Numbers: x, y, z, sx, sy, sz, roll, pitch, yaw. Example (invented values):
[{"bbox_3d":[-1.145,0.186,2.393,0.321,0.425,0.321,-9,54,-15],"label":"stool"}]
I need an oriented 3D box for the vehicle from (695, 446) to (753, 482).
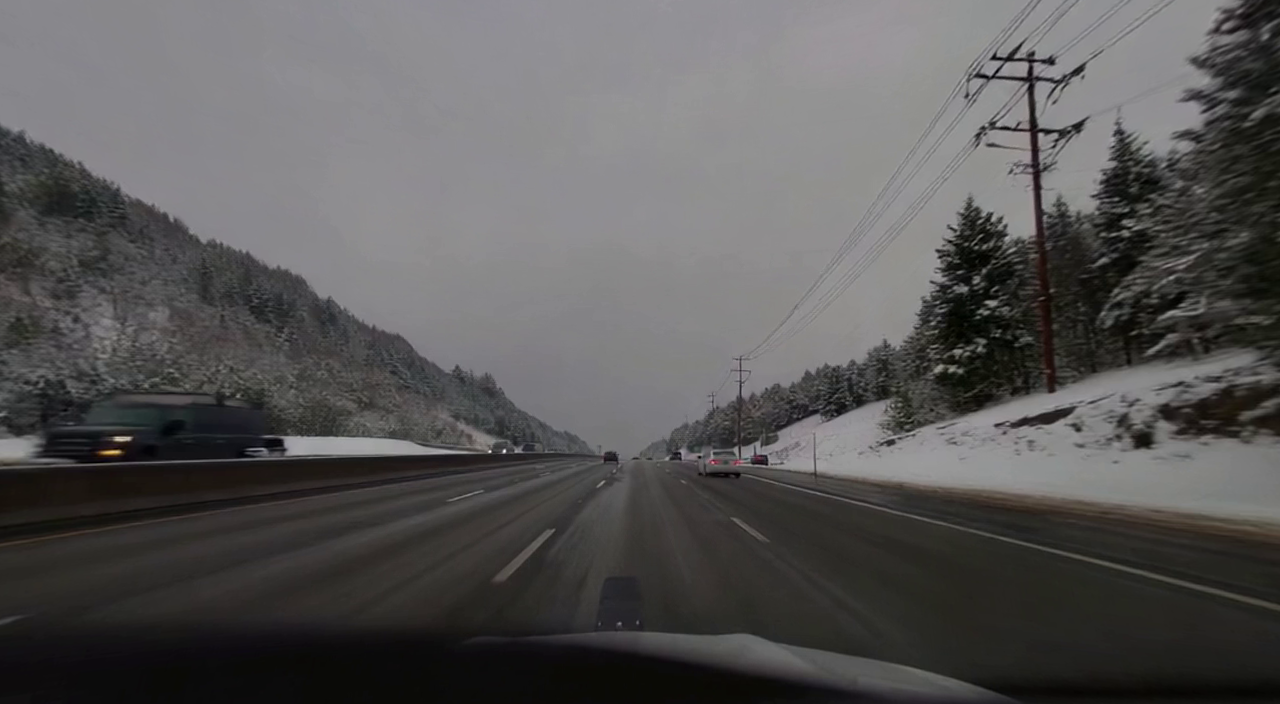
[{"bbox_3d":[3.841,5.205,29.630,2.086,1.542,4.355,0,-9,0],"label":"vehicle"}]

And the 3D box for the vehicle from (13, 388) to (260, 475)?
[{"bbox_3d":[-17.858,3.017,23.267,2.853,2.679,7.461,0,-9,0],"label":"vehicle"}]
